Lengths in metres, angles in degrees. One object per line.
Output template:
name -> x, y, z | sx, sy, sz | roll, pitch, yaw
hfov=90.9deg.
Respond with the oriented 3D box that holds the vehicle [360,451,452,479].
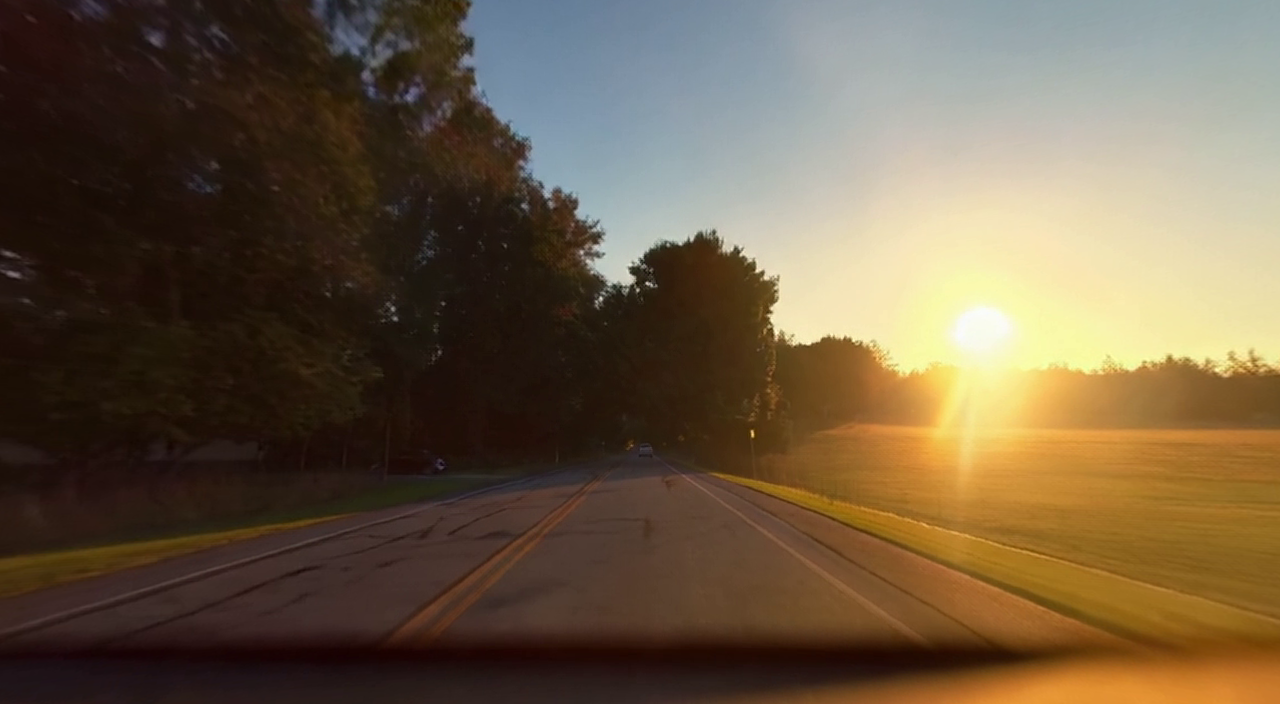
vehicle -> -12.670, 6.124, 34.282 | 4.266, 1.425, 1.759 | 1, -8, -2
